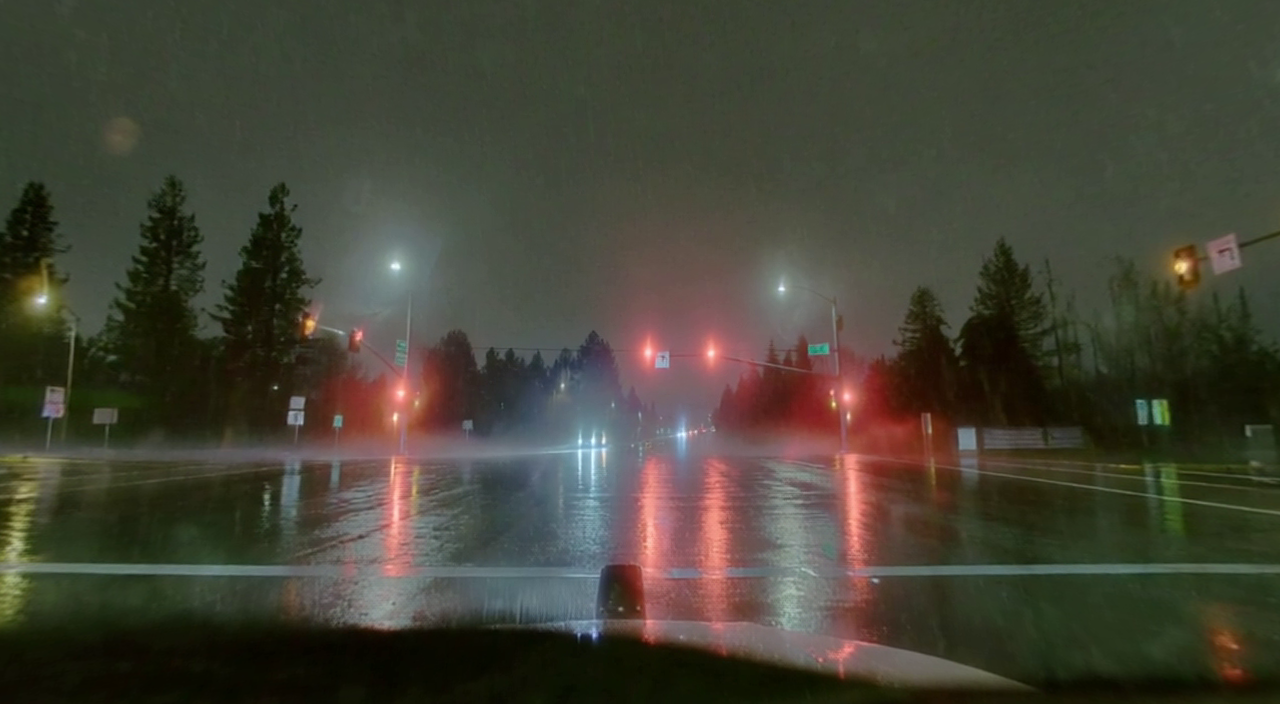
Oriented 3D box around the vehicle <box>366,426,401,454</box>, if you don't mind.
[{"bbox_3d":[-20.018,6.860,48.876,1.873,2.079,2.879,5,-10,-33],"label":"vehicle"}]
